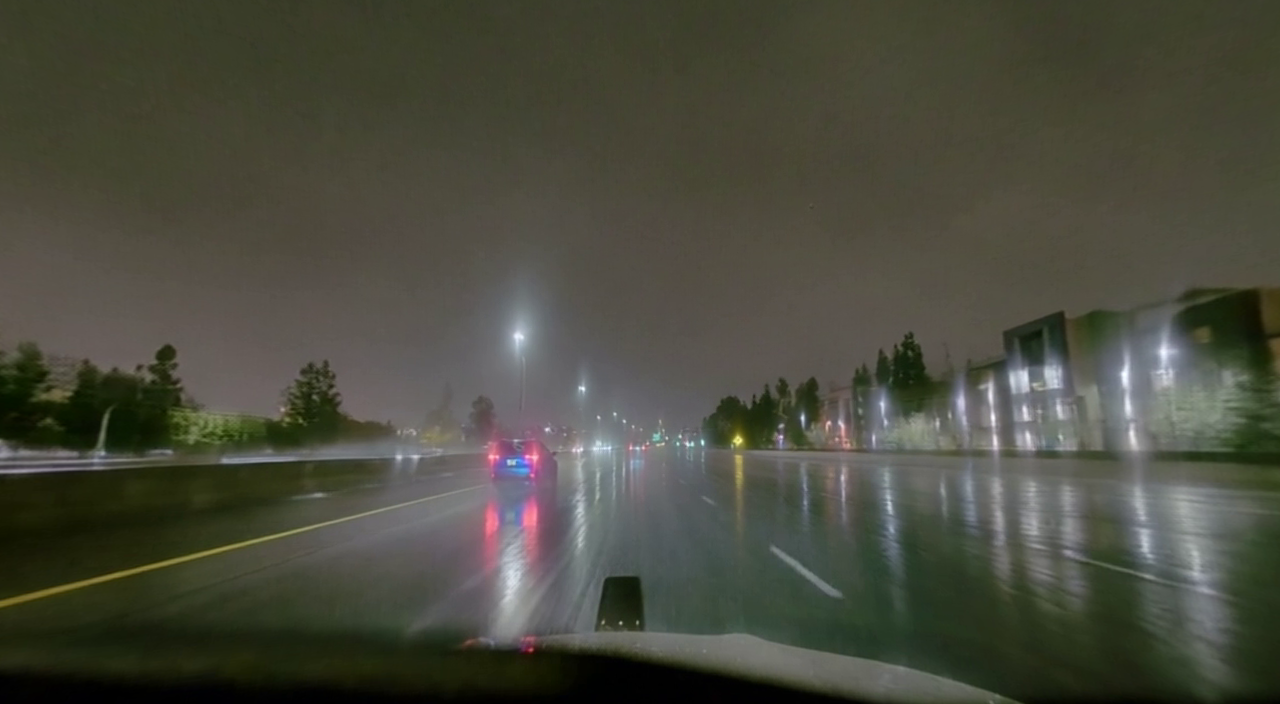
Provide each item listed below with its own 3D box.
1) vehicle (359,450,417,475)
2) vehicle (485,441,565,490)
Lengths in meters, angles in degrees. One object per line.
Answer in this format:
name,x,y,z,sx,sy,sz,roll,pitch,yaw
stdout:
vehicle,-16.937,7.404,42.701,1.991,1.538,4.654,0,-9,0
vehicle,-3.819,3.861,21.840,1.900,1.492,4.495,0,-9,0
